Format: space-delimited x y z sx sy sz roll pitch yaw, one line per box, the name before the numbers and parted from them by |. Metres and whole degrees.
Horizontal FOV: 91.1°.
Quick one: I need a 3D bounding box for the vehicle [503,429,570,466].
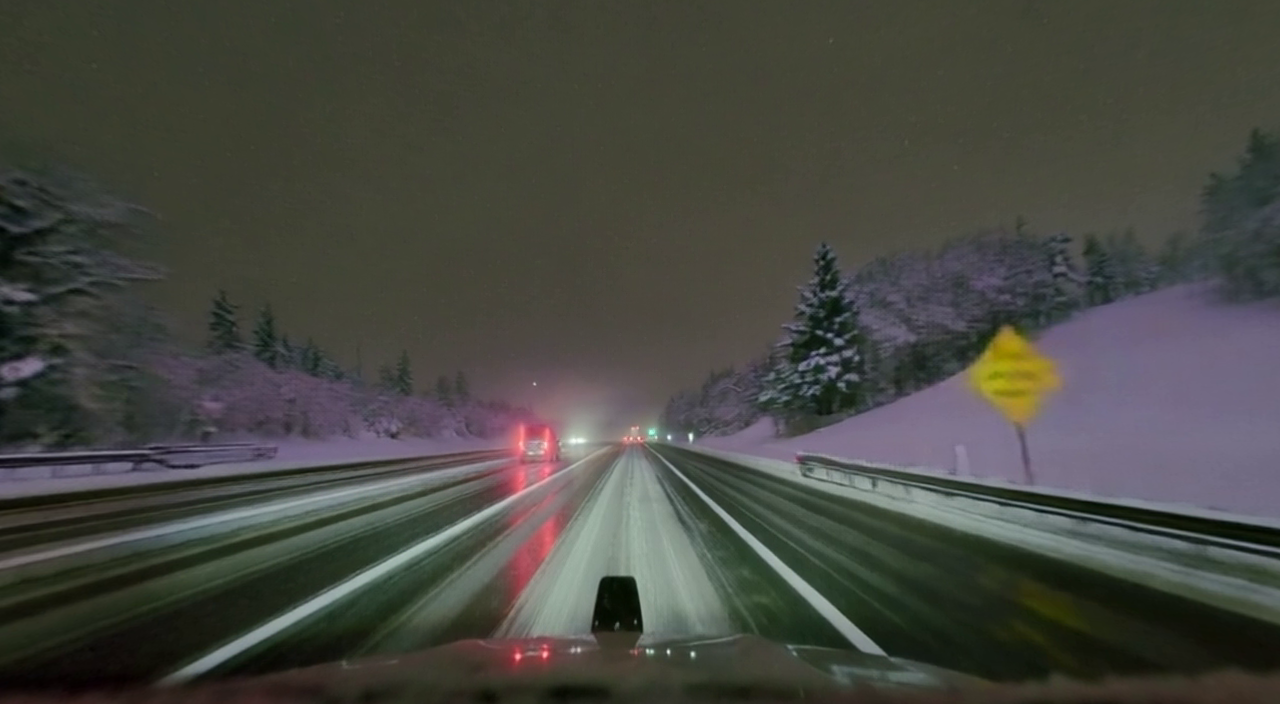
vehicle | -4.565 4.283 28.516 2.149 1.532 4.905 0 -8 0
